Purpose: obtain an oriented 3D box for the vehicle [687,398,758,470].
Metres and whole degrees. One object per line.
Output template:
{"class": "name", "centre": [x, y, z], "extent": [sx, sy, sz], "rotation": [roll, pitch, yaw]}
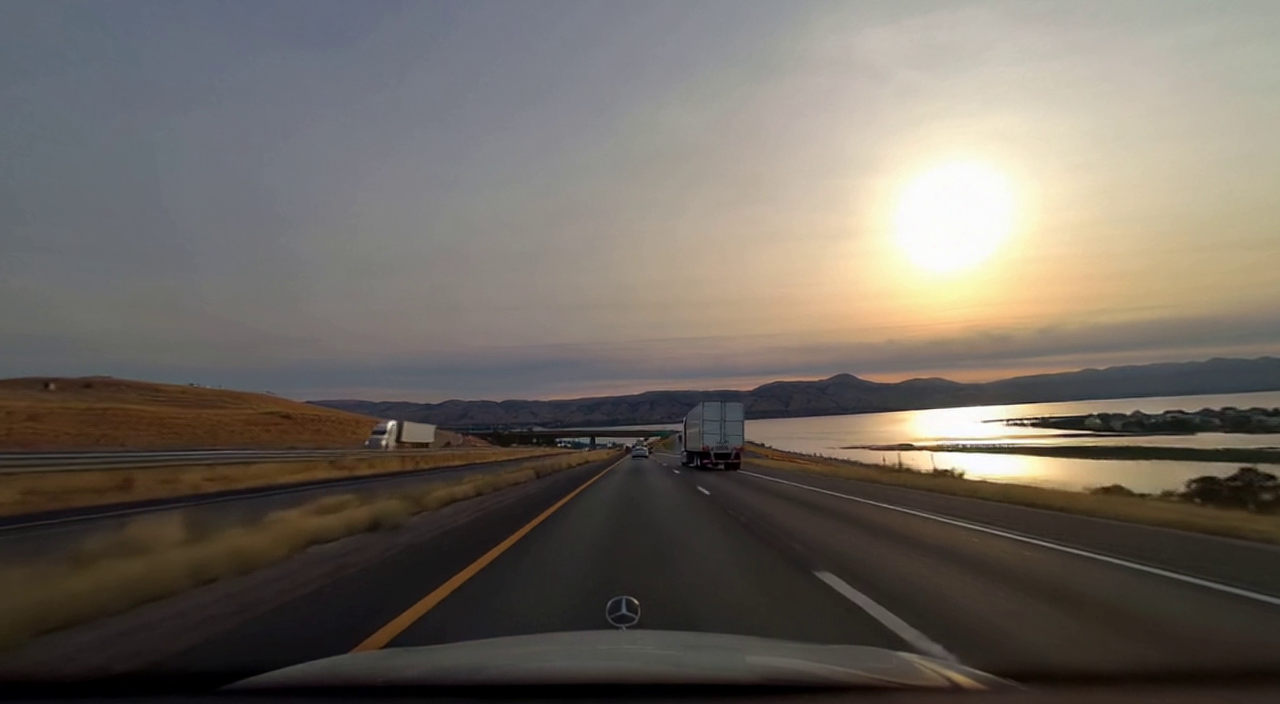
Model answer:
{"class": "vehicle", "centre": [5.150, 5.632, 42.178], "extent": [3.035, 4.005, 13.454], "rotation": [0, -9, 0]}
